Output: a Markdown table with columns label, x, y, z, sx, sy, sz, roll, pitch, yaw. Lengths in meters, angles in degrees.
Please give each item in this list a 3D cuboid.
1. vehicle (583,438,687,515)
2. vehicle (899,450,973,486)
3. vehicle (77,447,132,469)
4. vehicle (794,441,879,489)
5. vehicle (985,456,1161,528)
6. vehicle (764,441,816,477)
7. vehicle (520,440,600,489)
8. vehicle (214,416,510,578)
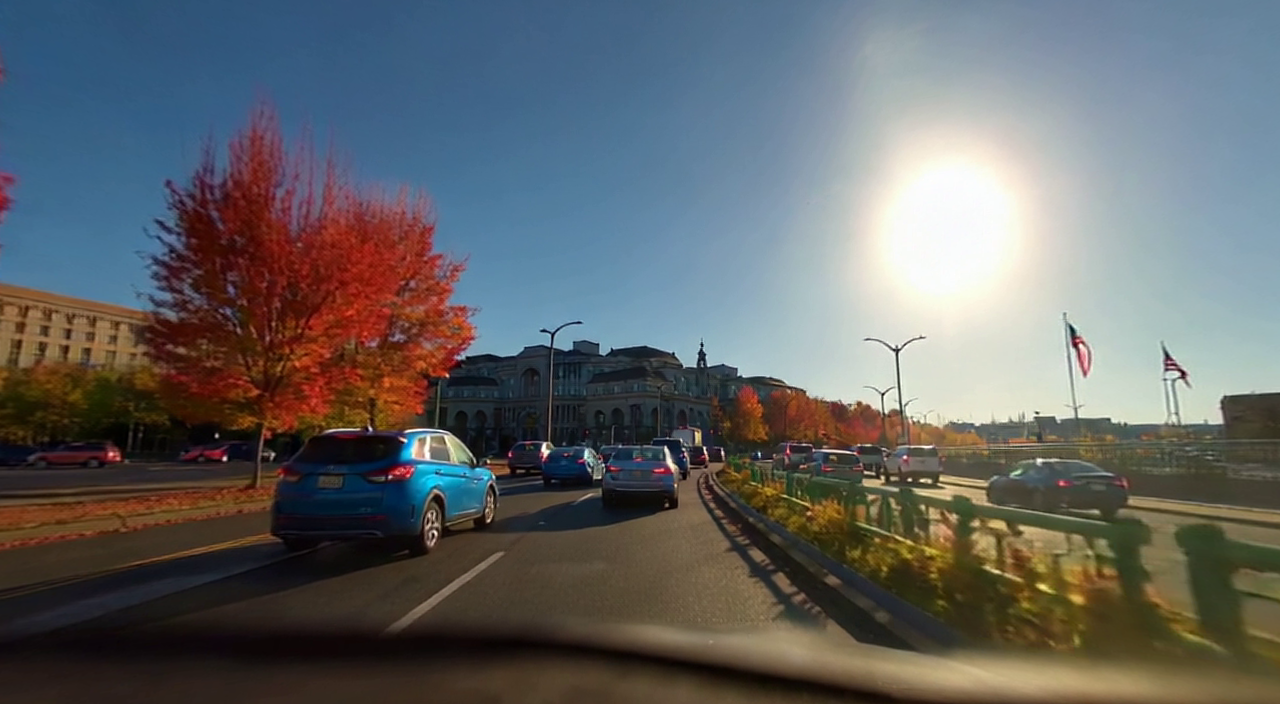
| label | x | y | z | sx | sy | sz | roll | pitch | yaw |
| --- | --- | --- | --- | --- | --- | --- | --- | --- | --- |
| vehicle | 0.007 | 2.847 | 14.925 | 2.090 | 1.506 | 4.276 | 0 | -9 | 3 |
| vehicle | 15.717 | 6.159 | 33.698 | 2.087 | 1.745 | 4.673 | 0 | -9 | 6 |
| vehicle | -39.890 | 7.847 | 46.893 | 3.667 | 1.465 | 1.735 | -4 | -6 | 24 |
| vehicle | 7.020 | 4.066 | 22.977 | 1.944 | 1.544 | 4.301 | 0 | -9 | 3 |
| vehicle | 10.594 | 3.401 | 15.798 | 1.749 | 1.481 | 3.808 | 0 | -9 | 1 |
| vehicle | 8.105 | 5.818 | 34.478 | 2.017 | 1.746 | 4.727 | 0 | -9 | 4 |
| vehicle | -2.764 | 4.037 | 22.922 | 1.974 | 1.549 | 4.603 | 0 | -9 | 5 |
| vehicle | -3.321 | 1.823 | 8.682 | 1.988 | 1.635 | 4.260 | 0 | -9 | 2 |
